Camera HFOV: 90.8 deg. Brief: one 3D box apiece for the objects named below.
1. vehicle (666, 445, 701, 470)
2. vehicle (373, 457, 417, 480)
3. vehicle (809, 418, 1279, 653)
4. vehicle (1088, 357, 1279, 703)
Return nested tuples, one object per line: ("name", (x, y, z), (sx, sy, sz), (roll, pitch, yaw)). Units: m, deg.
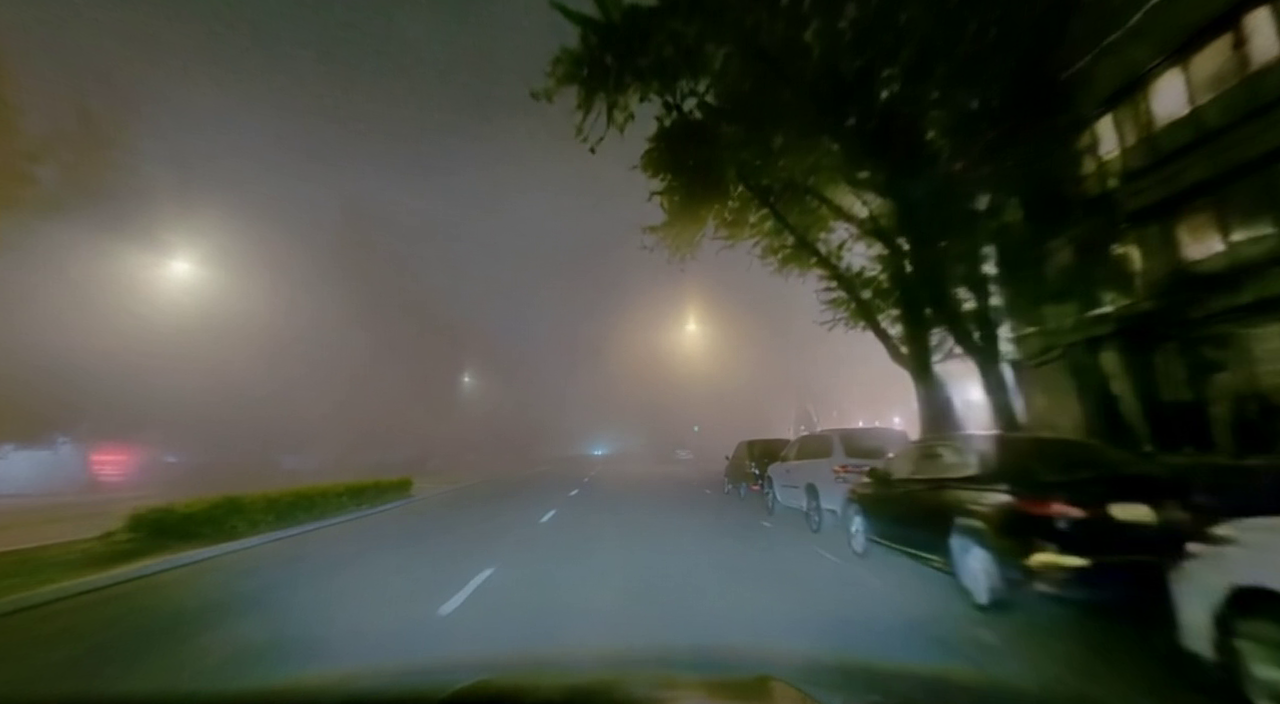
("vehicle", (2.793, 6.859, 41.345), (1.924, 1.492, 4.587), (0, -8, 0))
("vehicle", (-18.901, 8.964, 48.909), (1.791, 1.461, 4.496), (-4, -8, -2))
("vehicle", (3.313, 1.519, 6.422), (1.825, 1.488, 4.604), (0, -8, -1))
("vehicle", (3.793, 0.651, 1.424), (1.909, 1.647, 4.846), (0, -8, -1))
